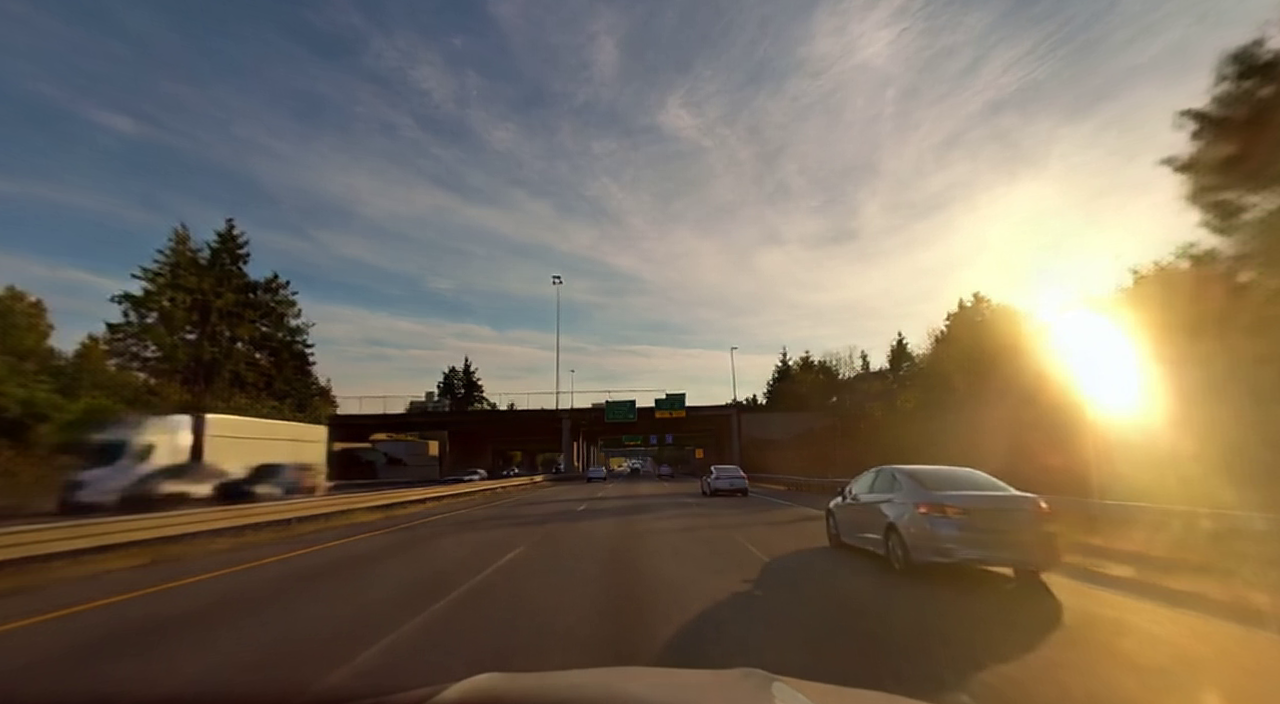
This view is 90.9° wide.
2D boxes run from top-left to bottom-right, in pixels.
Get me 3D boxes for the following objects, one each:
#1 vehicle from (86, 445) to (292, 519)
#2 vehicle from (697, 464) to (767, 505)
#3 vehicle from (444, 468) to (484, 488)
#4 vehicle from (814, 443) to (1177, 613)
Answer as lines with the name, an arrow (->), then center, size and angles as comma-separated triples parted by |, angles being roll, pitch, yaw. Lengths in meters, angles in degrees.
vehicle -> -12.484, 3.660, 18.029 | 2.050, 1.763, 5.114 | 1, -11, 0
vehicle -> 3.592, 5.302, 25.482 | 2.051, 1.472, 4.547 | 1, -11, -1
vehicle -> -13.091, 9.415, 47.136 | 1.893, 1.440, 3.550 | 1, -11, 1
vehicle -> 4.051, 2.119, 8.405 | 2.010, 1.579, 4.679 | 1, -11, -1
